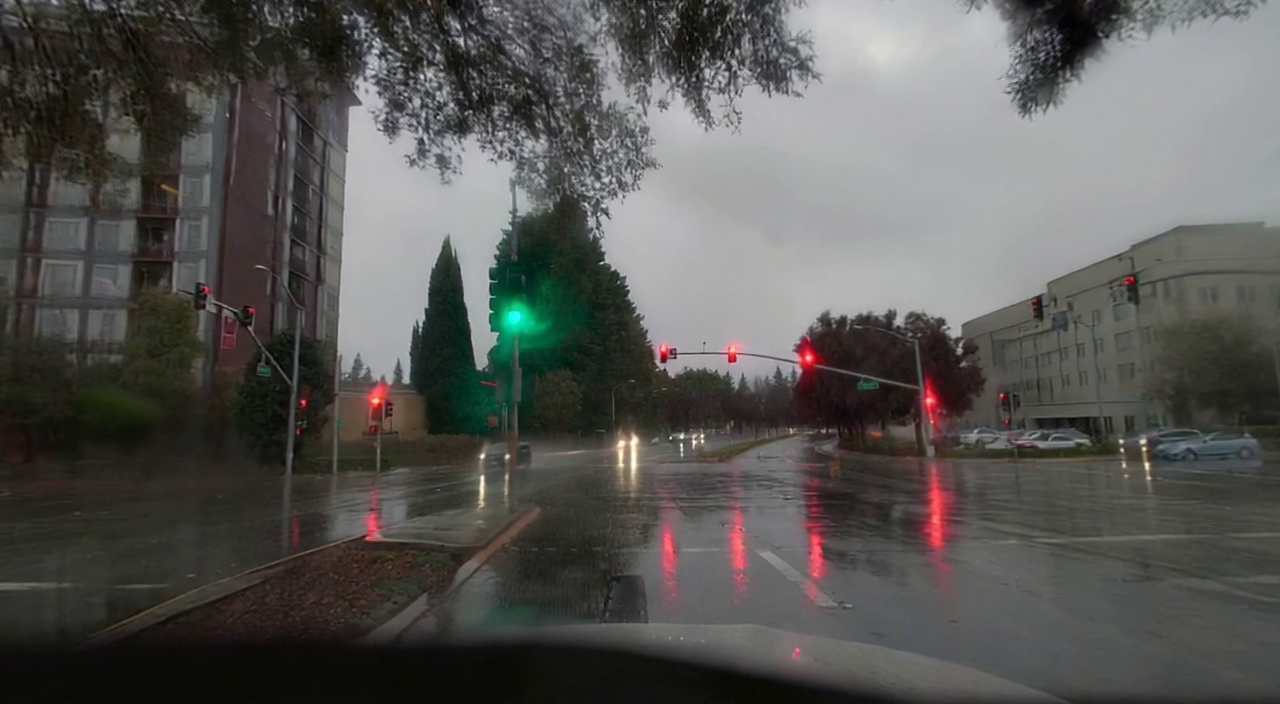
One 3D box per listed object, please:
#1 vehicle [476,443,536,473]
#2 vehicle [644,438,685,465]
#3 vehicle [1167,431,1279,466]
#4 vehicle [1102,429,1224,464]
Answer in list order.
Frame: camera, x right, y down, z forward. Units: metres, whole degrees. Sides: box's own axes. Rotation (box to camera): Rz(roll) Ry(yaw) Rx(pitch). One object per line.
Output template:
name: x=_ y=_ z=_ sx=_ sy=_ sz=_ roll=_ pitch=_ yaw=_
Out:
vehicle: x=-6.961 y=5.548 z=33.208 sx=1.877 sy=1.481 sz=3.853 roll=-1 pitch=-8 yaw=8
vehicle: x=1.745 y=6.775 z=43.256 sx=2.197 sy=1.739 sz=4.177 roll=-2 pitch=-8 yaw=10
vehicle: x=26.299 y=4.243 z=27.871 sx=4.644 sy=1.470 sz=1.922 roll=1 pitch=-8 yaw=-10
vehicle: x=25.922 y=4.679 z=31.343 sx=4.441 sy=1.674 sz=2.035 roll=1 pitch=-8 yaw=-8
